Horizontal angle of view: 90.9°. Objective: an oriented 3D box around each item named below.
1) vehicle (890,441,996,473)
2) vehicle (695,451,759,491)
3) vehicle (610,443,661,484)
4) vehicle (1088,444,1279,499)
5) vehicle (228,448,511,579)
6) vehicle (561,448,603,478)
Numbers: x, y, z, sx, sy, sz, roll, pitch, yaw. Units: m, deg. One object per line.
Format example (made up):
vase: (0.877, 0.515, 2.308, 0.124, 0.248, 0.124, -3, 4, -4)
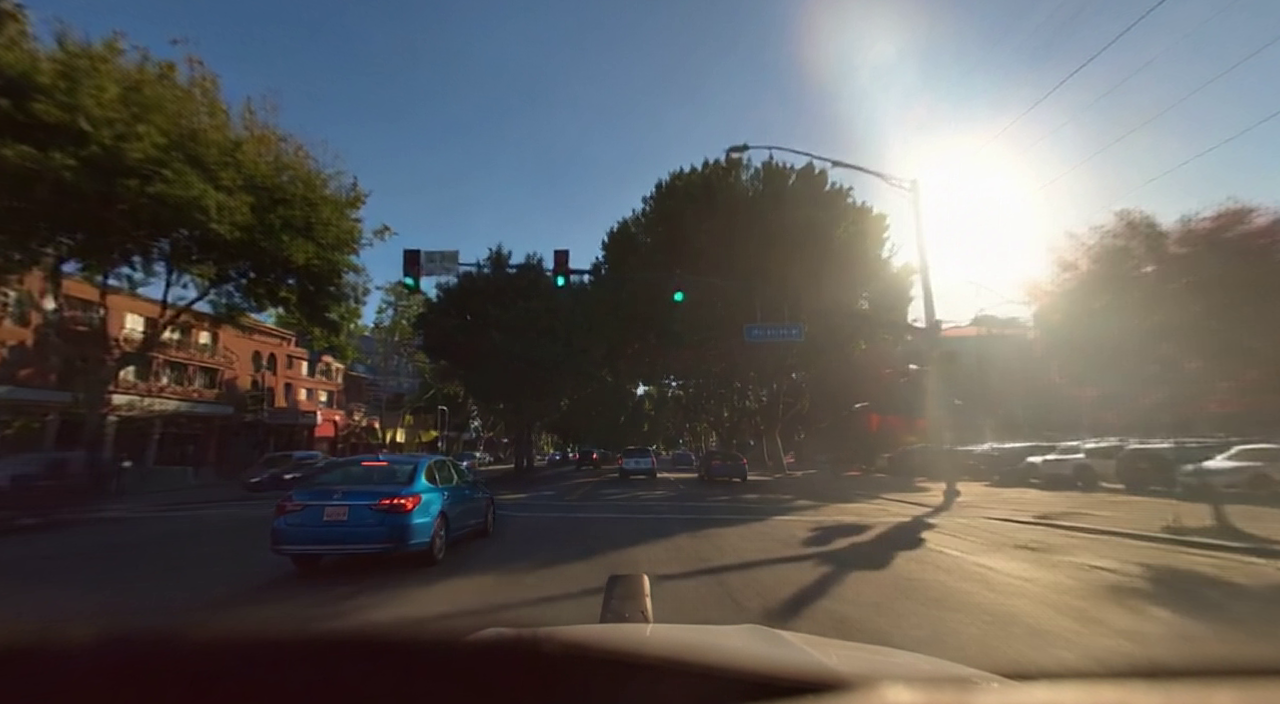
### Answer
vehicle: (16.797, 5.821, 35.081, 4.764, 1.717, 2.170, 0, -9, -2)
vehicle: (3.552, 4.933, 26.477, 2.058, 1.472, 4.317, 0, -9, 0)
vehicle: (-0.191, 5.548, 31.750, 2.361, 1.898, 4.465, 0, -9, 0)
vehicle: (16.092, 3.446, 18.428, 4.407, 1.492, 1.930, 0, -9, 2)
vehicle: (-3.332, 2.037, 8.801, 2.115, 1.369, 3.908, 0, -9, 2)
vehicle: (-3.438, 6.680, 38.195, 2.130, 1.645, 3.995, 0, -9, 1)
